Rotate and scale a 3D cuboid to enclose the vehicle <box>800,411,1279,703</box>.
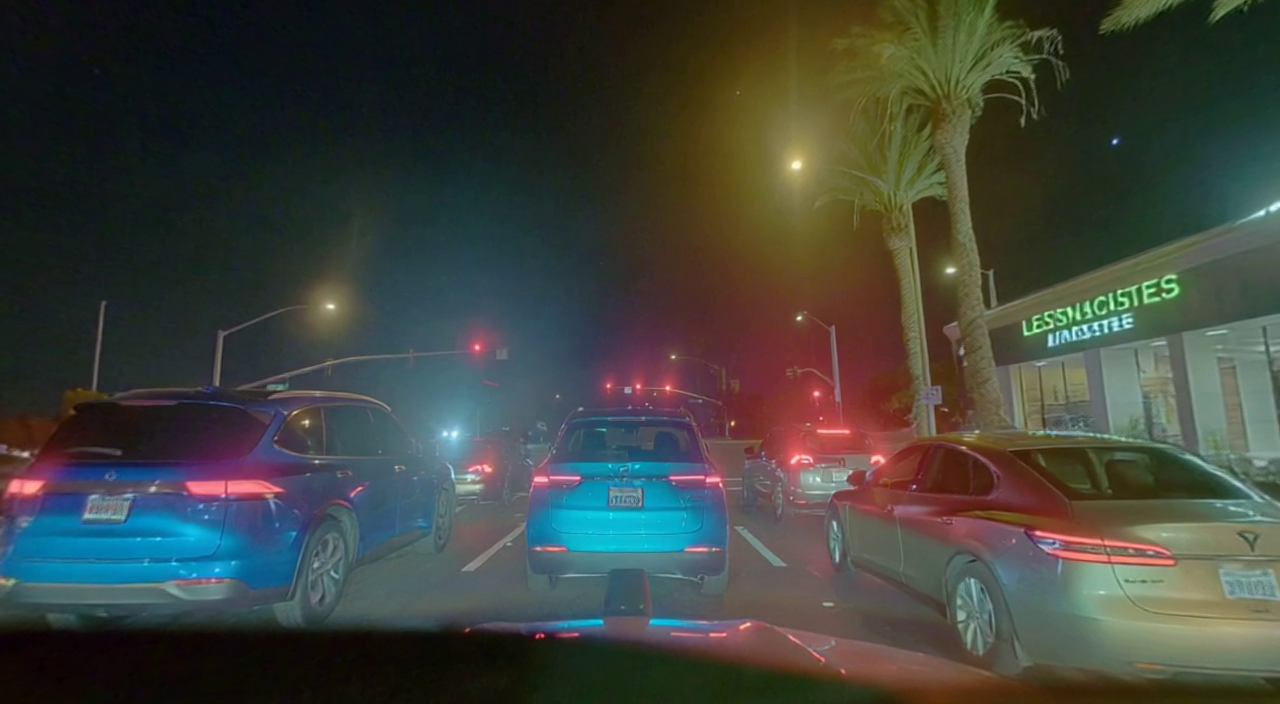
[{"bbox_3d":[2.974,1.367,5.244,2.017,1.491,4.611,0,-8,-1],"label":"vehicle"}]

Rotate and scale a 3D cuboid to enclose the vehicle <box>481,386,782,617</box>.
[{"bbox_3d":[-0.114,1.457,7.057,2.280,1.747,4.361,0,-8,-1],"label":"vehicle"}]

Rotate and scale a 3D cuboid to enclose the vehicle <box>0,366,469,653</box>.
[{"bbox_3d":[-3.335,1.282,6.128,2.014,1.755,4.360,0,-8,1],"label":"vehicle"}]
